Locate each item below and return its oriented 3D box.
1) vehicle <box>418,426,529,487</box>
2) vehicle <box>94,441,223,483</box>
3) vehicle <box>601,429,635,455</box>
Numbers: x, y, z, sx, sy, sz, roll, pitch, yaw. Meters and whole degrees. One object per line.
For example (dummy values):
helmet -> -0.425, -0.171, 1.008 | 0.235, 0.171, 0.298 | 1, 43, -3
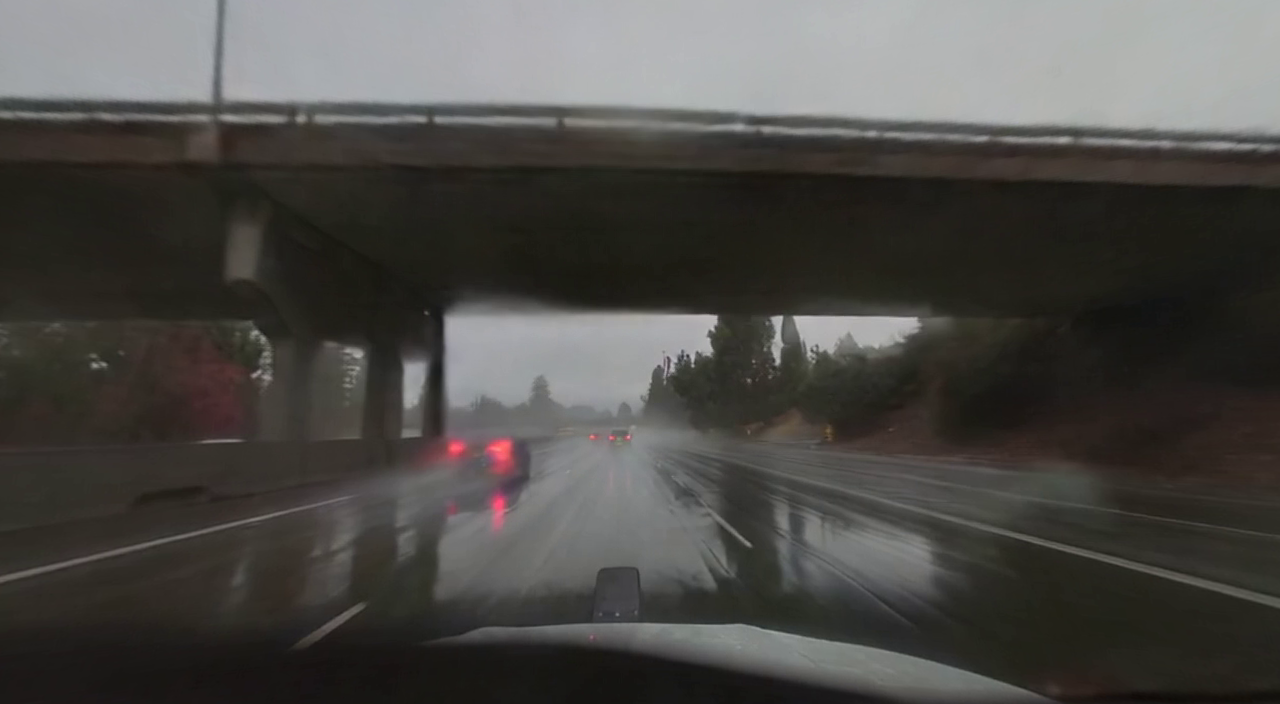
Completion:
vehicle -> -4.643, 2.974, 18.322 | 2.017, 1.537, 4.496 | 0, -8, 0
vehicle -> -20.858, 4.746, 27.546 | 1.923, 1.590, 4.742 | 0, -8, -1
vehicle -> -1.415, 5.925, 41.512 | 2.116, 1.625, 4.004 | 0, -8, -1
